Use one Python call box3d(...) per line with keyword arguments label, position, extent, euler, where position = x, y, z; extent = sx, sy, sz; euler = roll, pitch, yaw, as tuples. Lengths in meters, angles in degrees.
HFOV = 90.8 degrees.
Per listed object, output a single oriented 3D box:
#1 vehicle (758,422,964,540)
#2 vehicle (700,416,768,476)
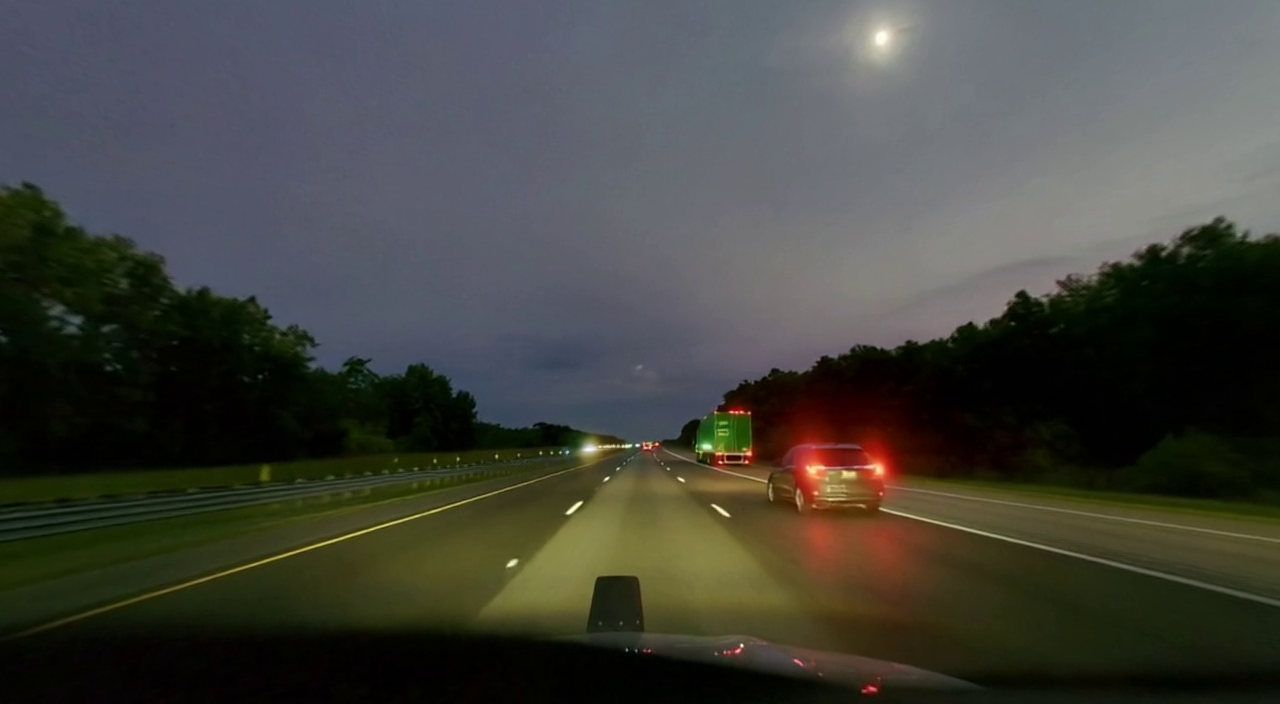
box3d(label="vehicle", position=(3.435, 2.091, 10.756), extent=(2.019, 1.601, 3.953), euler=(0, -9, 0))
box3d(label="vehicle", position=(4.337, 4.515, 30.140), extent=(2.300, 2.564, 5.643), euler=(0, -9, -1))
